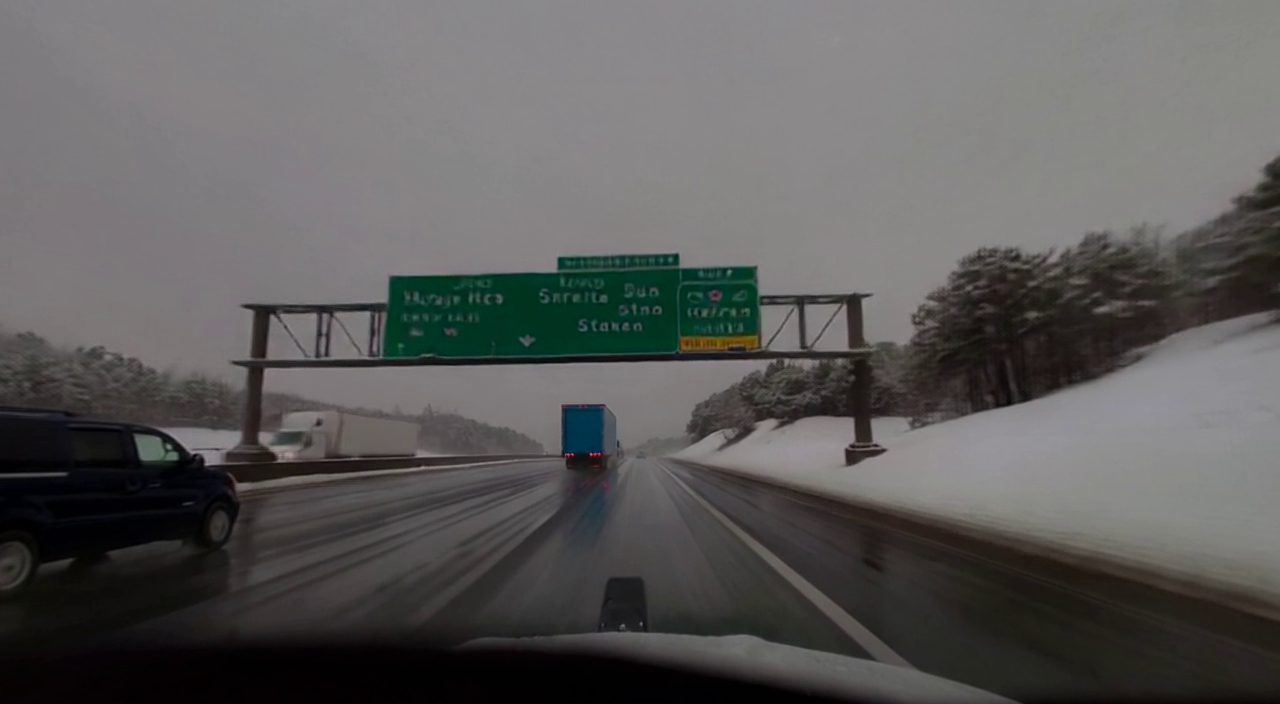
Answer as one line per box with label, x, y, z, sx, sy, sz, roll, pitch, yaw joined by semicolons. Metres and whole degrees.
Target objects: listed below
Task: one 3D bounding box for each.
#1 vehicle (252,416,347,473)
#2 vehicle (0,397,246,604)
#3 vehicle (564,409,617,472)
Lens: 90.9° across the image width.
vehicle;-23.773;6.516;44.471;2.976;3.672;6.277;-1;-8;1
vehicle;-6.904;1.477;6.592;2.175;1.860;5.236;0;-8;0
vehicle;-3.514;6.896;48.860;2.893;4.073;15.281;0;-8;0
